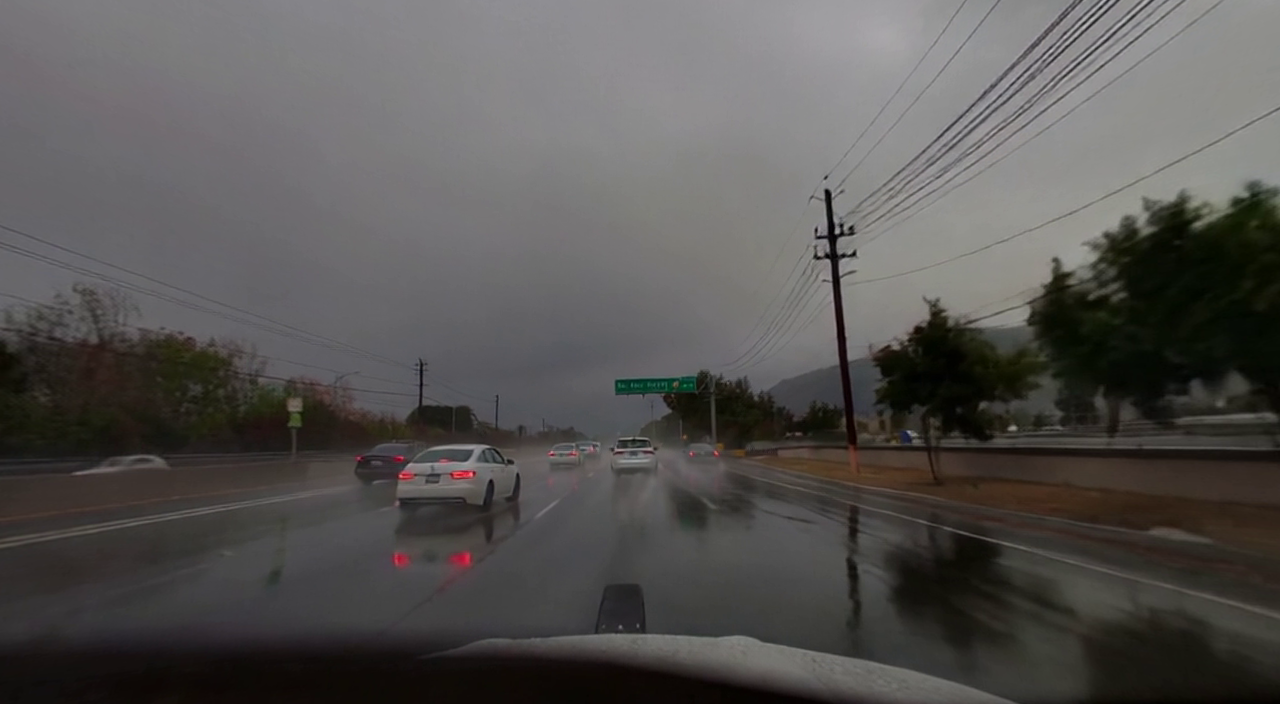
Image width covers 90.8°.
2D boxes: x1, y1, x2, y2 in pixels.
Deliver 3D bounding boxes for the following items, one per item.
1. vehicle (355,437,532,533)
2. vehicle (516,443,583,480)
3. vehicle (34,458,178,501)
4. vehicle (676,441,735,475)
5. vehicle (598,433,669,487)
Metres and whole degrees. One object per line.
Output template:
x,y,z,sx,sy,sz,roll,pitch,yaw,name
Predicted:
-3.386,2.357,11.908,1.958,1.447,4.454,0,-8,-1,vehicle
-3.794,4.661,27.290,2.203,1.425,4.610,0,-8,0,vehicle
-22.122,5.251,26.476,2.048,1.530,4.605,0,-8,-1,vehicle
3.004,4.961,29.932,2.197,1.464,4.356,0,-8,-2,vehicle
-0.217,3.746,22.258,2.284,1.699,4.168,0,-8,0,vehicle
